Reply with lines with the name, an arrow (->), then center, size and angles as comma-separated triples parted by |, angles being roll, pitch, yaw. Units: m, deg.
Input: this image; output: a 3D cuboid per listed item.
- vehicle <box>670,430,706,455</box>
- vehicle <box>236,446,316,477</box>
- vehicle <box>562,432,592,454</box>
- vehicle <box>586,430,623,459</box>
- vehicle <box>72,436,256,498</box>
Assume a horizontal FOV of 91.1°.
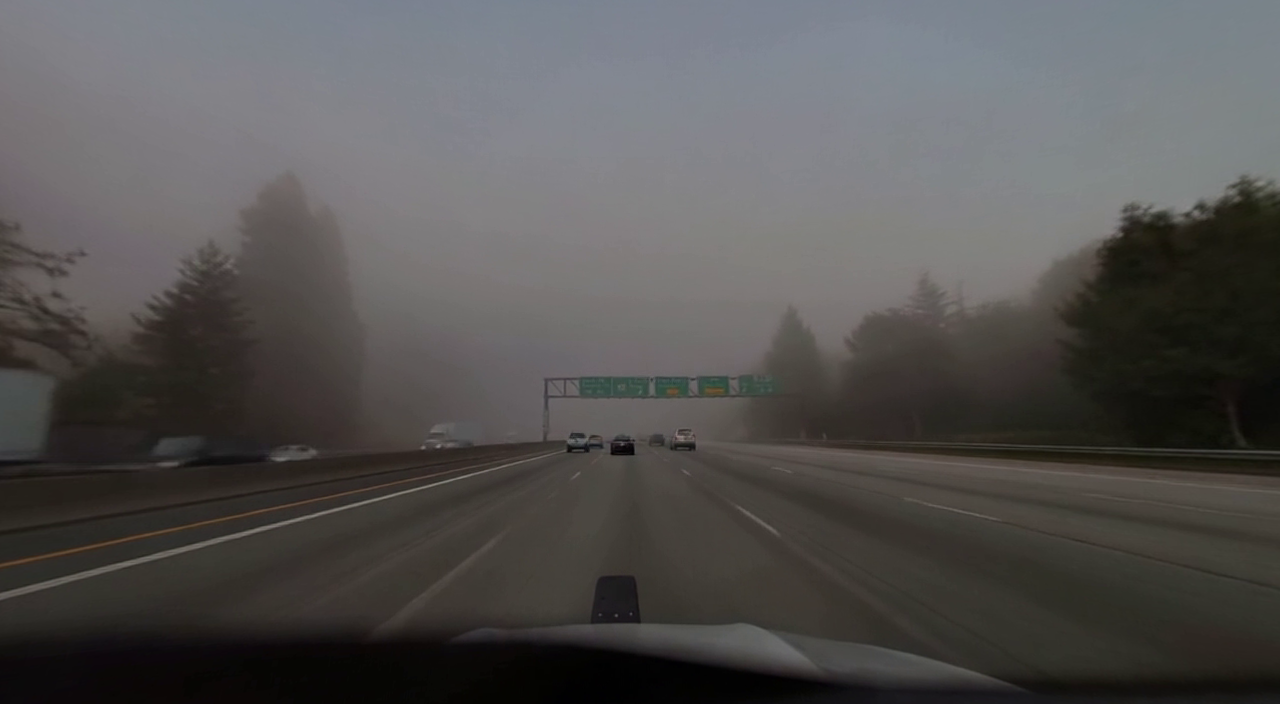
vehicle -> 3.303, 6.297, 43.960 | 2.066, 1.673, 4.225 | 0, -8, -2
vehicle -> -19.322, 5.812, 33.610 | 1.800, 1.501, 3.992 | 0, -8, 1
vehicle -> -4.931, 7.157, 49.577 | 2.046, 1.658, 4.008 | 0, -8, -1
vehicle -> -2.110, 5.519, 37.646 | 2.119, 1.629, 3.946 | 0, -8, -3
vehicle -> -13.468, 3.227, 18.217 | 1.969, 1.572, 4.308 | 0, -8, 0
